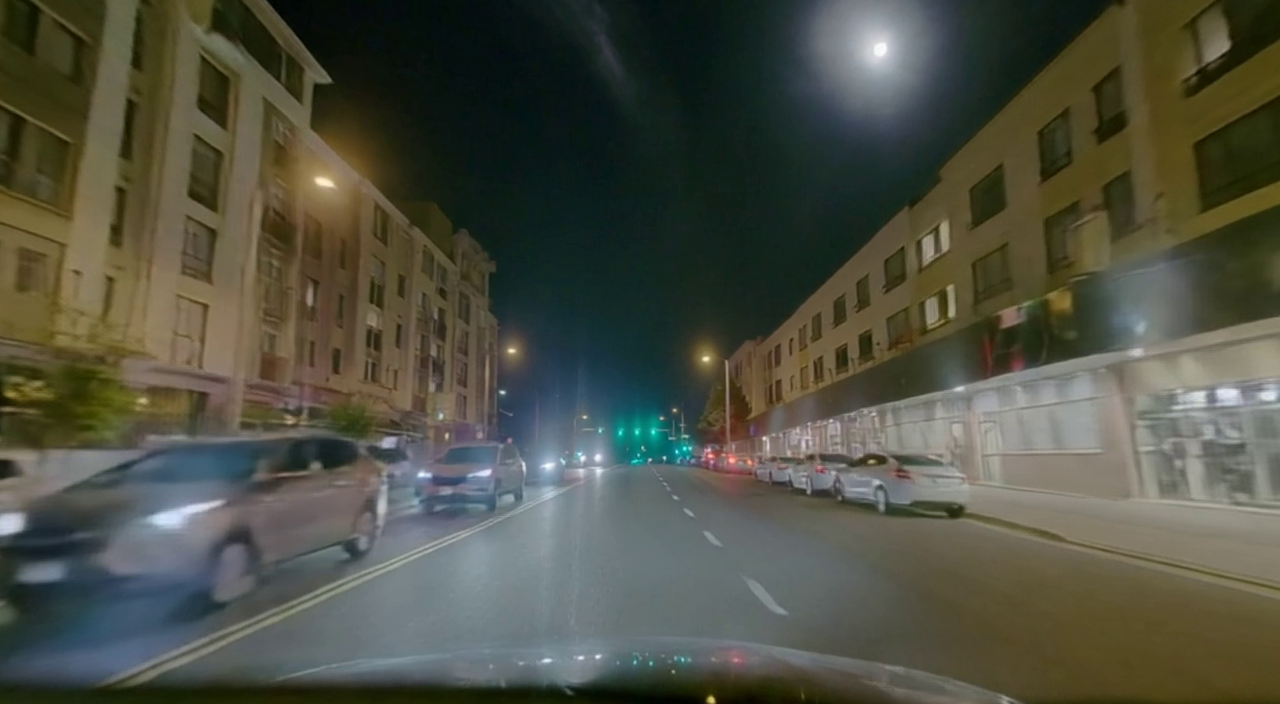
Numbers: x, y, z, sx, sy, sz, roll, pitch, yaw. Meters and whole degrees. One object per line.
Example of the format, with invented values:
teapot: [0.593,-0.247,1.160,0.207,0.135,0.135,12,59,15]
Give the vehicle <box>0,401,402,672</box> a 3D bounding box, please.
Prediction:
vehicle: [-4.331,1.463,6.182,2.145,1.653,4.421,-1,-8,2]

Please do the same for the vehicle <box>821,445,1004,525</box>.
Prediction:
vehicle: [5.970,2.918,14.566,2.054,1.525,4.258,0,-8,-4]

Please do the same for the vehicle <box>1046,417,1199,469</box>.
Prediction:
vehicle: [17.236,3.290,22.929,1.908,1.680,4.434,0,-8,-2]

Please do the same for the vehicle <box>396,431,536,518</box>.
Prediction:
vehicle: [-3.795,2.745,14.681,1.914,1.682,4.263,-1,-8,2]

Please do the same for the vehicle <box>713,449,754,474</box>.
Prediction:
vehicle: [5.986,7.035,40.886,1.837,1.482,4.706,0,-8,-1]
